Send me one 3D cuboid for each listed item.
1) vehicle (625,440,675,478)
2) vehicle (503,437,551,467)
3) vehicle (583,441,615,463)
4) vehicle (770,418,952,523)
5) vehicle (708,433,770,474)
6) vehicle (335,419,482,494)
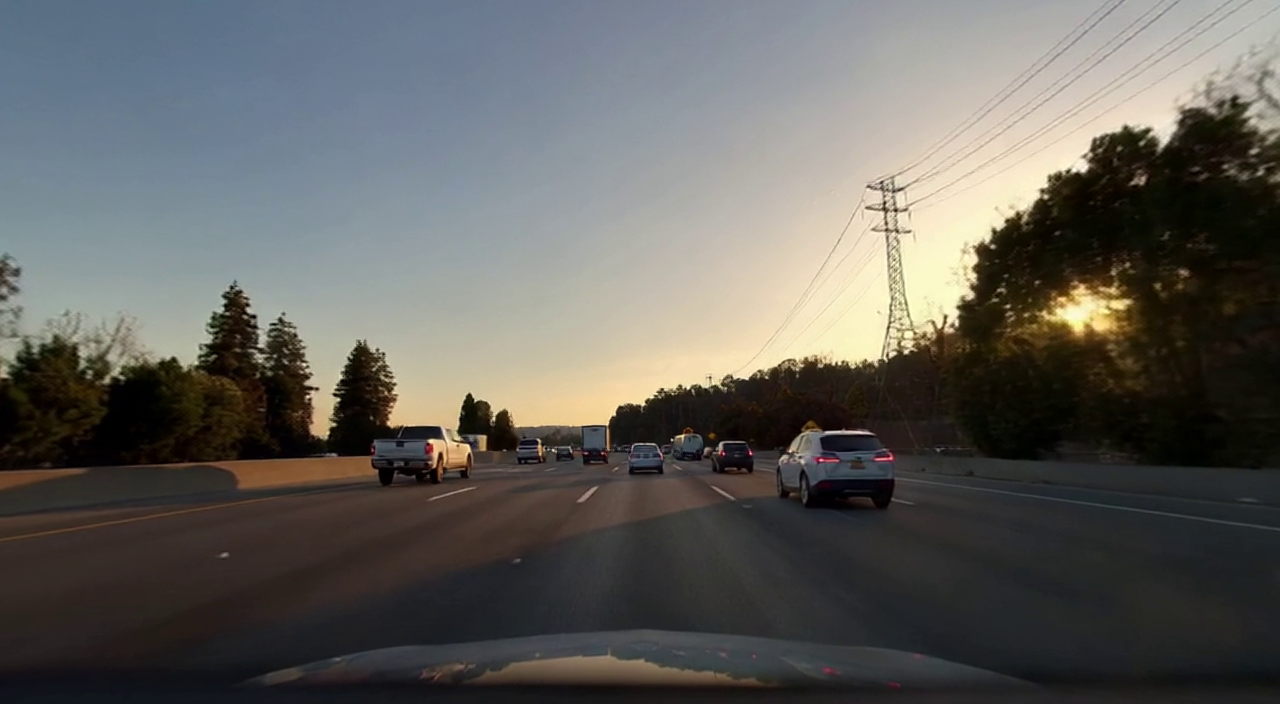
[{"bbox_3d":[0.409,4.511,26.830,1.966,1.444,3.986,0,-8,0],"label":"vehicle"},{"bbox_3d":[-6.654,5.965,37.668,1.978,1.680,4.263,0,-8,1],"label":"vehicle"},{"bbox_3d":[-2.820,7.065,44.567,1.904,1.479,4.274,0,-8,1],"label":"vehicle"},{"bbox_3d":[4.068,2.258,12.518,2.002,1.691,4.290,0,-8,0],"label":"vehicle"},{"bbox_3d":[4.559,4.759,29.875,2.195,1.778,4.455,0,-8,0],"label":"vehicle"},{"bbox_3d":[-6.751,3.152,19.345,2.269,1.936,5.777,0,-8,1],"label":"vehicle"}]
